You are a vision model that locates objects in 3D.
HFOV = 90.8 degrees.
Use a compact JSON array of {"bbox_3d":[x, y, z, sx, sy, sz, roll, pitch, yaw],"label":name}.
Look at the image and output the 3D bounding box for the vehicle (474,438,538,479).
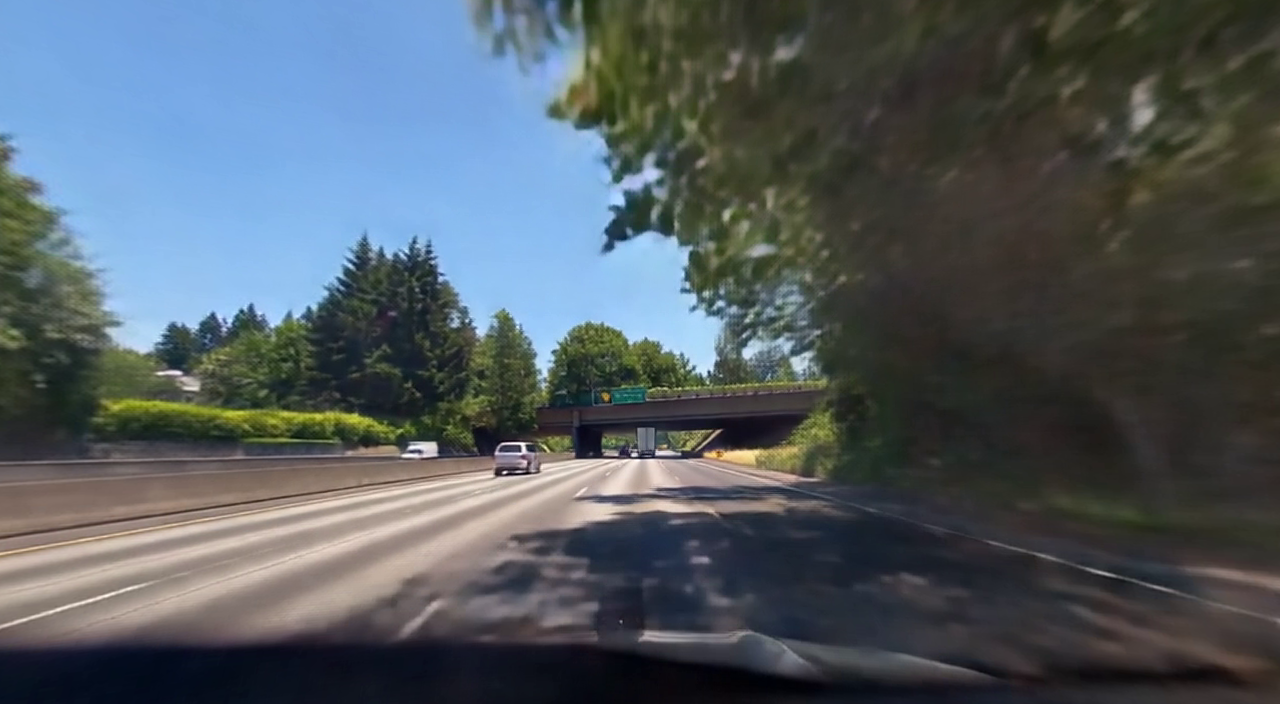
[{"bbox_3d":[-6.840,5.489,32.860,2.195,1.940,5.154,0,-9,0],"label":"vehicle"}]
